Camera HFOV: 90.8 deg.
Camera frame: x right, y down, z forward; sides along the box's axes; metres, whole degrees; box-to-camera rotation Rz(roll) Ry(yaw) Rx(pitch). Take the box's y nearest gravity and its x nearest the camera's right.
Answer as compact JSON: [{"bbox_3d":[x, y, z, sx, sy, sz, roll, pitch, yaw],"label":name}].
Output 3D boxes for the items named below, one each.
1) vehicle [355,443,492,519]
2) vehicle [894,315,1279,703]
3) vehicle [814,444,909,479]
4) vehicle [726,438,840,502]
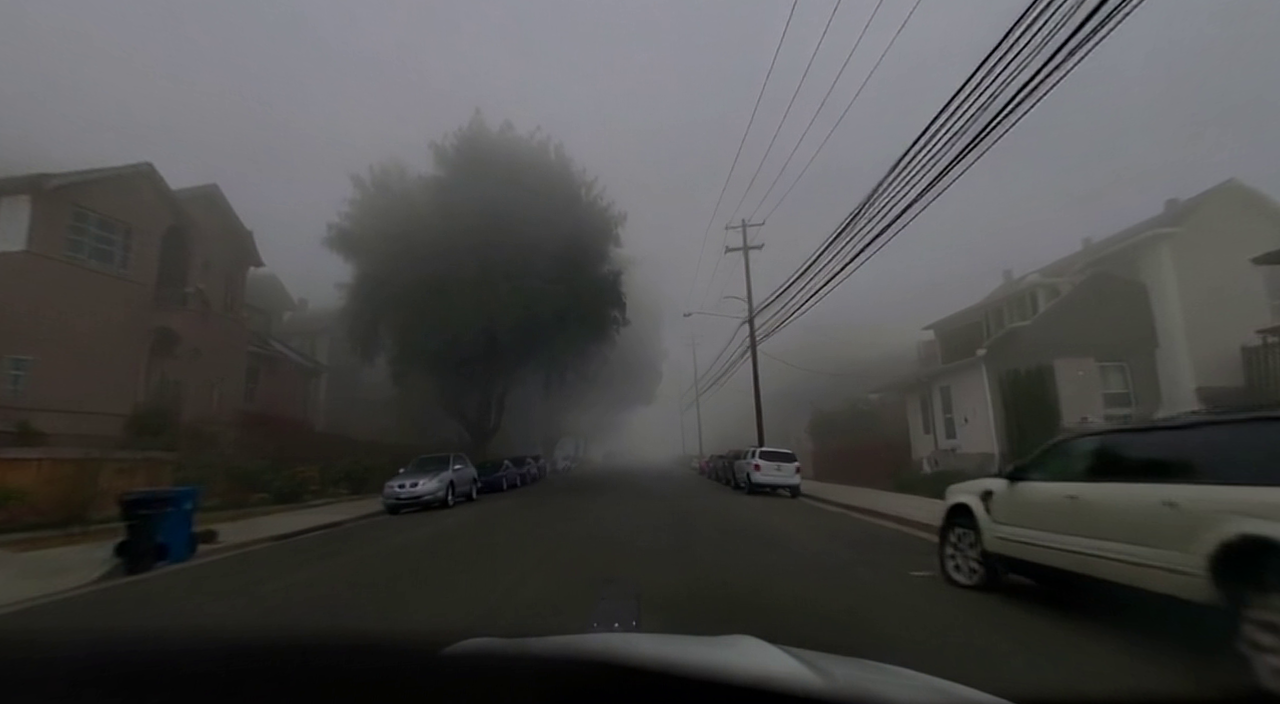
[{"bbox_3d":[-5.351,3.219,16.388,1.971,1.648,4.638,0,-9,-1],"label":"vehicle"},{"bbox_3d":[4.382,1.098,4.606,2.547,2.075,5.693,0,-9,-2],"label":"vehicle"},{"bbox_3d":[11.861,5.862,34.040,4.388,1.790,1.958,0,-8,1],"label":"vehicle"},{"bbox_3d":[4.697,3.994,22.012,2.462,1.894,6.076,0,-9,-1],"label":"vehicle"}]
